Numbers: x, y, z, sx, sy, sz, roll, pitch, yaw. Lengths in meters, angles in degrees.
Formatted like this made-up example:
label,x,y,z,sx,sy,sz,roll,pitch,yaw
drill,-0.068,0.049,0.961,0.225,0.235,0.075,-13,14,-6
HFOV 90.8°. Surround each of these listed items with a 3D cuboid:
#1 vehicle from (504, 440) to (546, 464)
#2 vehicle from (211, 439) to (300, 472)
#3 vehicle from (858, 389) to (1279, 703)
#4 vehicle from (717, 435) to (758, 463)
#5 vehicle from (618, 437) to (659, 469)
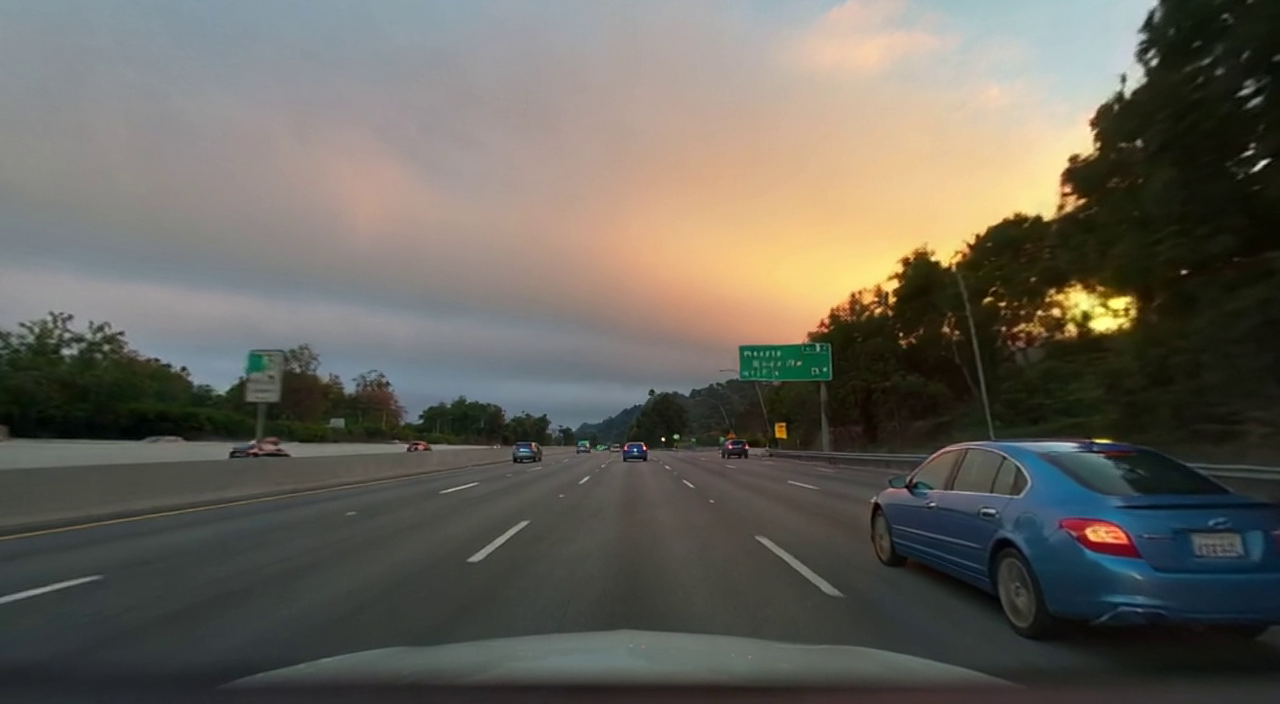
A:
label,x,y,z,sx,sy,sz,roll,pitch,yaw
vehicle,-8.110,7.078,44.871,2.028,1.552,4.922,0,-9,0
vehicle,-21.368,5.770,35.397,2.058,1.667,4.623,0,-9,0
vehicle,3.235,1.138,3.857,2.072,1.501,4.694,0,-9,-1
vehicle,7.110,7.149,46.680,2.103,1.898,5.310,0,-9,-1
vehicle,-0.098,5.602,35.105,2.157,1.642,4.189,0,-9,-1
